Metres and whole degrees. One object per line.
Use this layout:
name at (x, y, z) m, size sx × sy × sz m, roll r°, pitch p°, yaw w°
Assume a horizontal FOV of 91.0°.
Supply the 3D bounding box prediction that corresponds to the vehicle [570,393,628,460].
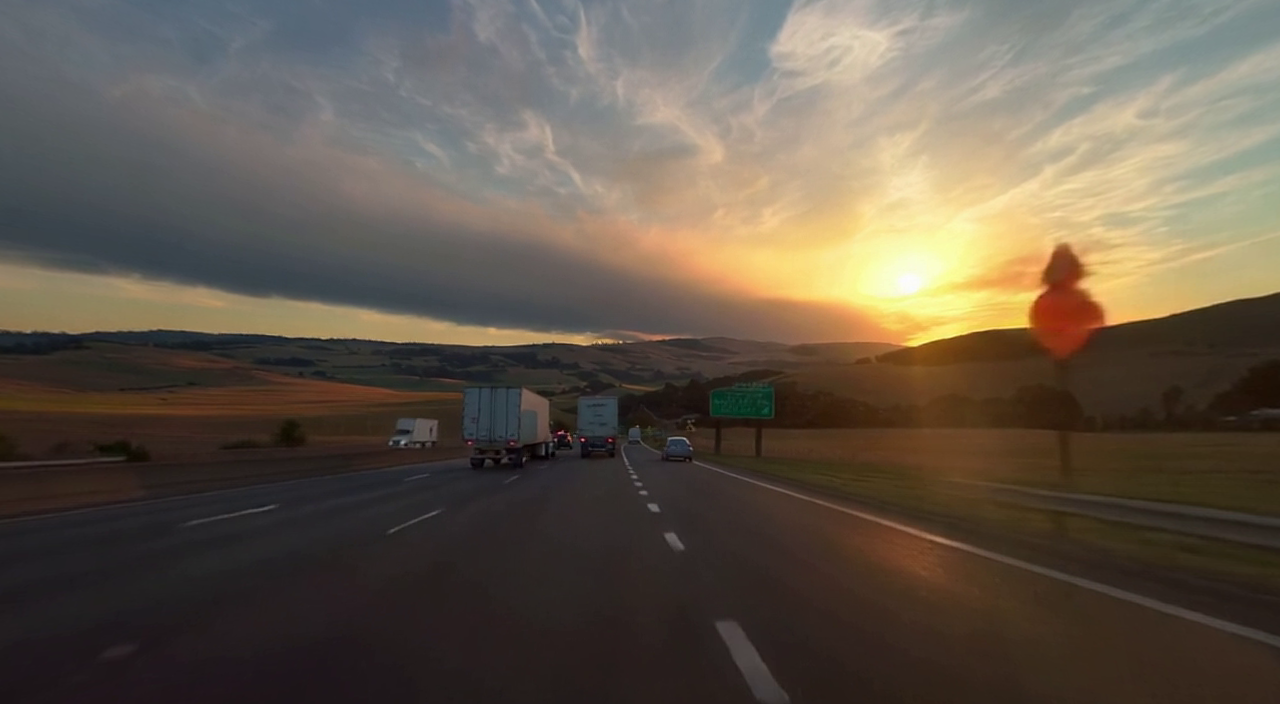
vehicle at (-3.069, 5.737, 46.874) m, size 3.475 × 4.037 × 17.454 m, roll 0°, pitch -8°, yaw -4°

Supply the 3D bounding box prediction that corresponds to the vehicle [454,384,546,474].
vehicle at (-5.883, 3.430, 27.716) m, size 2.728 × 3.405 × 7.096 m, roll 0°, pitch -8°, yaw -3°

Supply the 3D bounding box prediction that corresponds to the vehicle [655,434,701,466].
vehicle at (1.832, 4.890, 31.491) m, size 1.891 × 1.477 × 3.599 m, roll 0°, pitch -8°, yaw -3°
